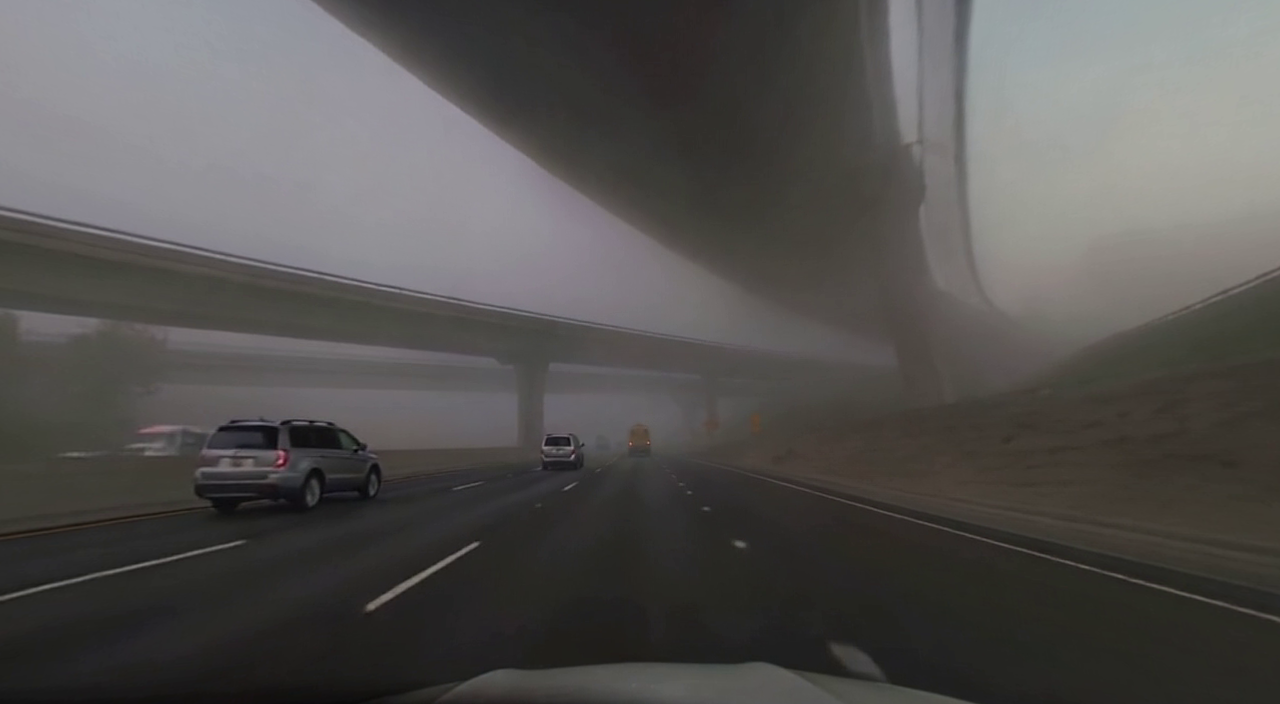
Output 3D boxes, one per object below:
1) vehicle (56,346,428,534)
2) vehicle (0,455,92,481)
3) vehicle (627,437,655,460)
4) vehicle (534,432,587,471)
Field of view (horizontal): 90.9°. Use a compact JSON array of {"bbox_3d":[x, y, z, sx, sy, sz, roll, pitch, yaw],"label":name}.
[{"bbox_3d":[-7.507,1.965,13.818,2.872,2.890,7.923,1,-9,0],"label":"vehicle"},{"bbox_3d":[-36.116,7.000,38.307,1.787,1.415,4.159,-1,-9,2],"label":"vehicle"},{"bbox_3d":[0.032,7.461,48.722,2.052,1.711,4.223,0,-8,-1],"label":"vehicle"},{"bbox_3d":[-4.226,5.404,34.342,2.147,1.918,4.834,0,-8,1],"label":"vehicle"}]
